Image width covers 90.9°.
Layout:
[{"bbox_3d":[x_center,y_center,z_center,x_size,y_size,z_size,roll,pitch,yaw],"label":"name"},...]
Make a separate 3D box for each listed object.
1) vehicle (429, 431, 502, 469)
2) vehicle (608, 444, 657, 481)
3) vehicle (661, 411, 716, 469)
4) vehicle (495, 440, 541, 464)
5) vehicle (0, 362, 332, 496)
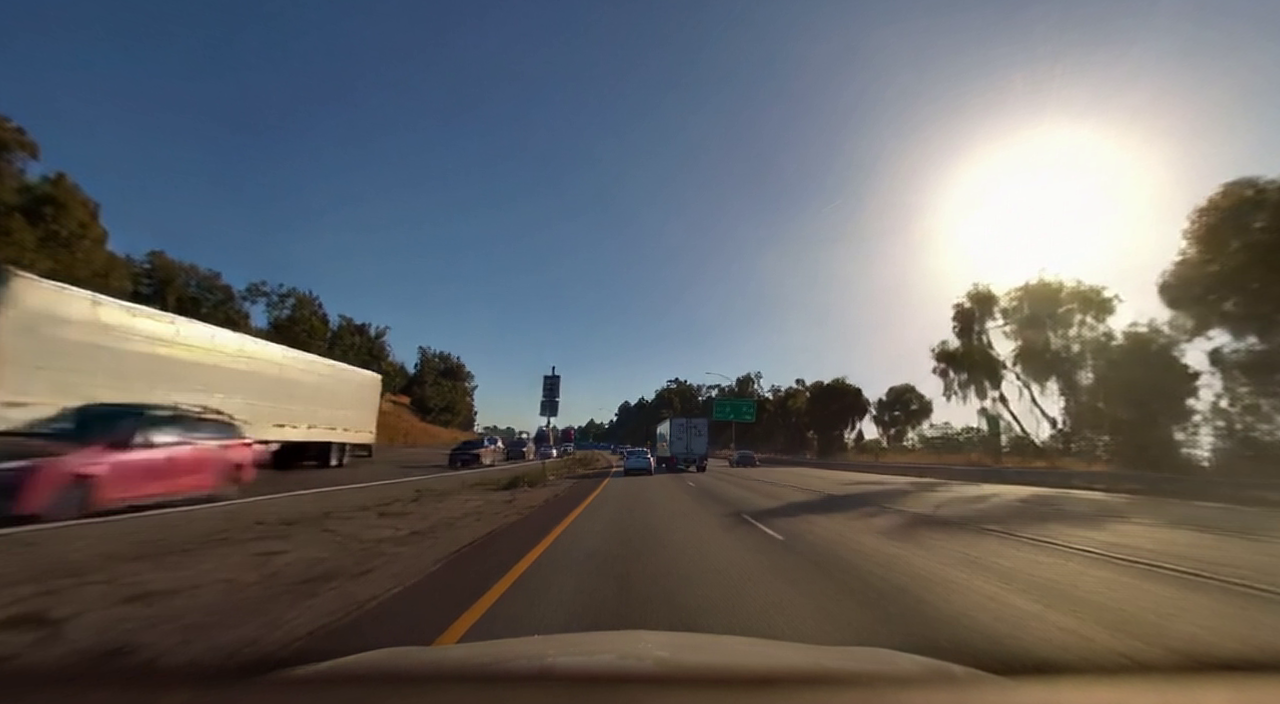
[{"bbox_3d":[-7.327,4.201,26.885,1.928,1.473,4.170,0,-9,-1],"label":"vehicle"},{"bbox_3d":[-0.372,5.179,29.618,2.111,1.599,3.859,0,-9,-1],"label":"vehicle"},{"bbox_3d":[3.576,7.101,49.988,2.931,4.009,12.800,0,-9,-2],"label":"vehicle"},{"bbox_3d":[-7.789,6.424,40.647,2.183,1.457,3.987,0,-9,0],"label":"vehicle"},{"bbox_3d":[-8.041,1.444,11.181,2.382,1.802,5.288,0,-9,1],"label":"vehicle"}]
